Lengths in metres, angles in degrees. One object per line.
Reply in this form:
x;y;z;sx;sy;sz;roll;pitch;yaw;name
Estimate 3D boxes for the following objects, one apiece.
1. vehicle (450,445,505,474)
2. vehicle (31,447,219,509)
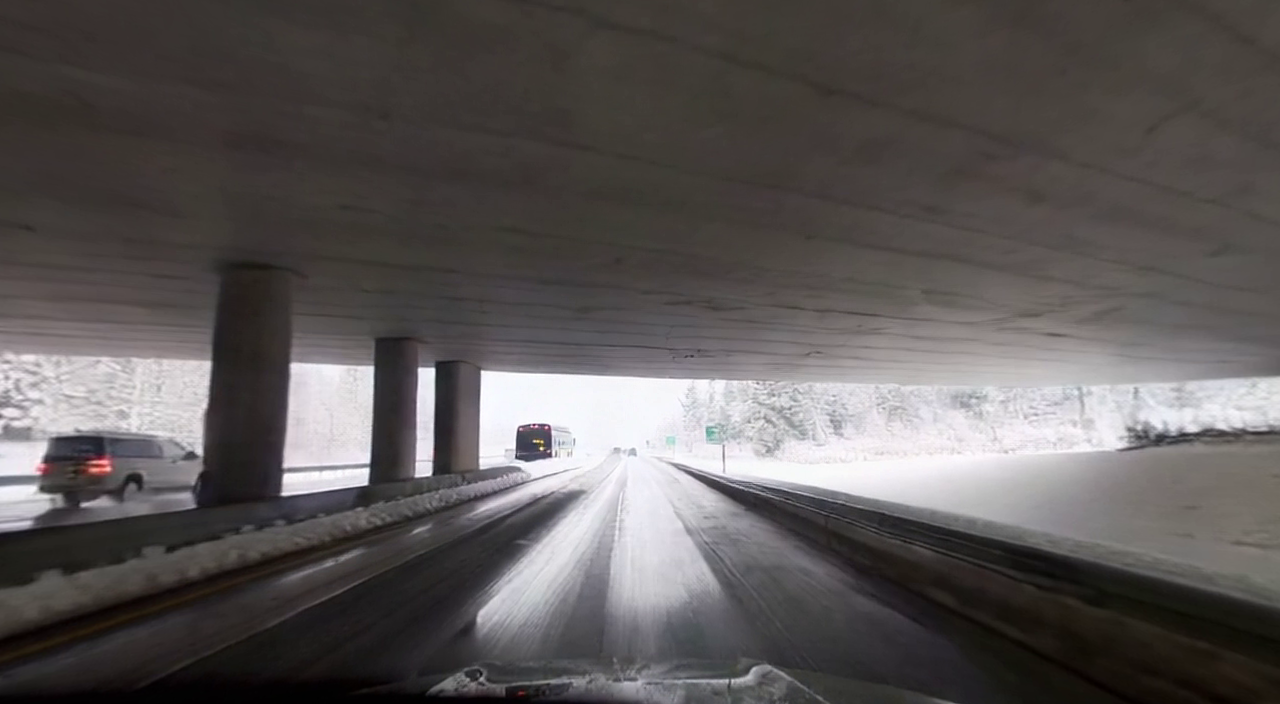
-9.510;6.310;37.359;1.979;1.600;4.516;0;-9;1;vehicle
-13.795;3.340;17.249;1.878;1.470;3.825;0;-9;0;vehicle
